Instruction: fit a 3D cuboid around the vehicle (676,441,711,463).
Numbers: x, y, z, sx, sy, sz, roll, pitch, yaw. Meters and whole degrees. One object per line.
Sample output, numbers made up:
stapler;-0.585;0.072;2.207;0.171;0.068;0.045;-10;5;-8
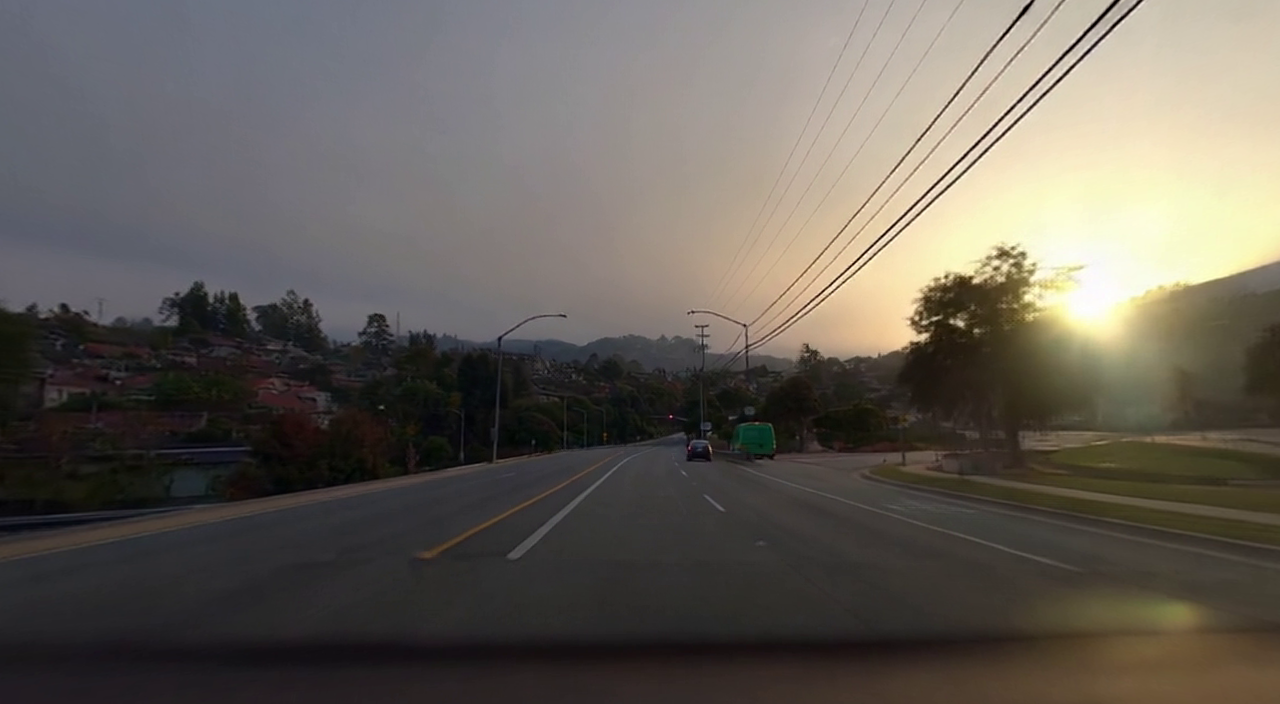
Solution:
vehicle;3.662;6.937;43.957;2.015;1.467;4.117;0;-8;0
